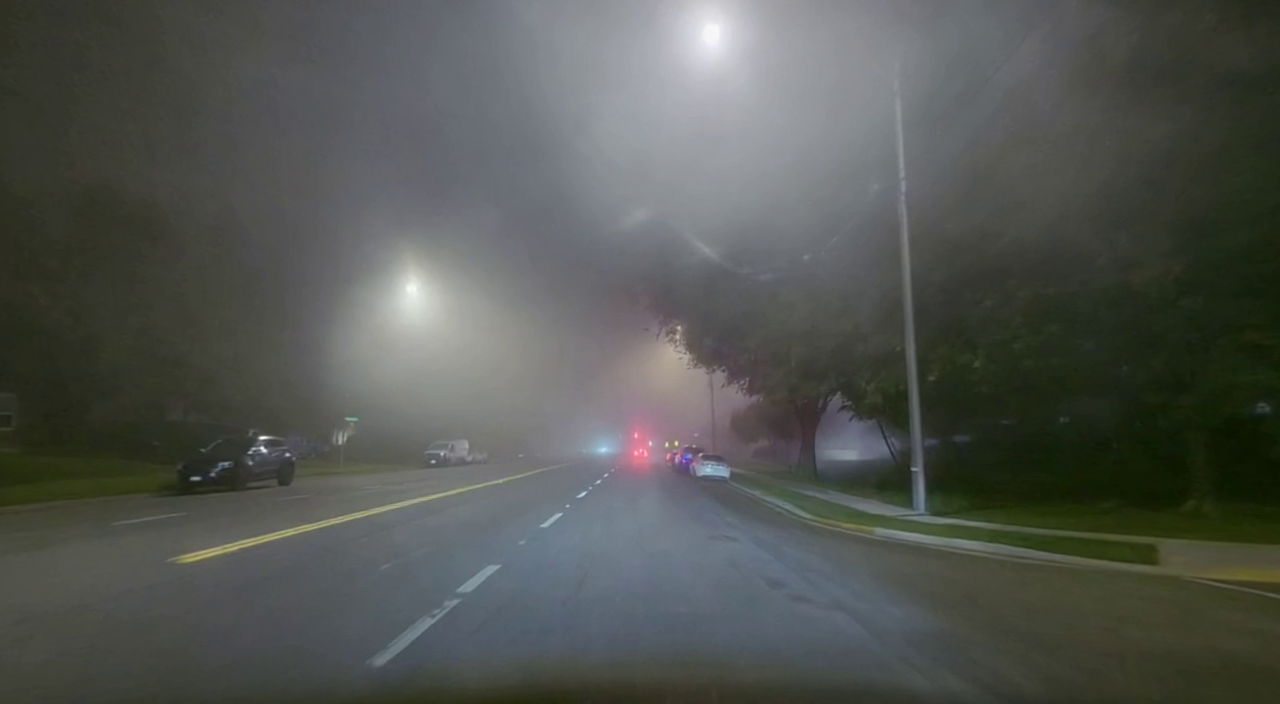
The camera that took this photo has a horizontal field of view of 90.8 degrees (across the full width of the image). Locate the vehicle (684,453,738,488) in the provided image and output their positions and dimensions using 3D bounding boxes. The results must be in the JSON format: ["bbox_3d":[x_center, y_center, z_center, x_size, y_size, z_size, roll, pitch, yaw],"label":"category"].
[{"bbox_3d":[3.423,5.796,31.377,1.911,1.471,5.151,0,-8,-2],"label":"vehicle"}]

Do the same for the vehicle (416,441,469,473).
[{"bbox_3d":[-14.075,7.440,45.361,2.155,1.991,5.722,-3,-8,-2],"label":"vehicle"}]

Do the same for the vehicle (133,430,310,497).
[{"bbox_3d":[-14.001,3.787,21.706,2.253,1.969,5.398,0,-9,1],"label":"vehicle"}]
